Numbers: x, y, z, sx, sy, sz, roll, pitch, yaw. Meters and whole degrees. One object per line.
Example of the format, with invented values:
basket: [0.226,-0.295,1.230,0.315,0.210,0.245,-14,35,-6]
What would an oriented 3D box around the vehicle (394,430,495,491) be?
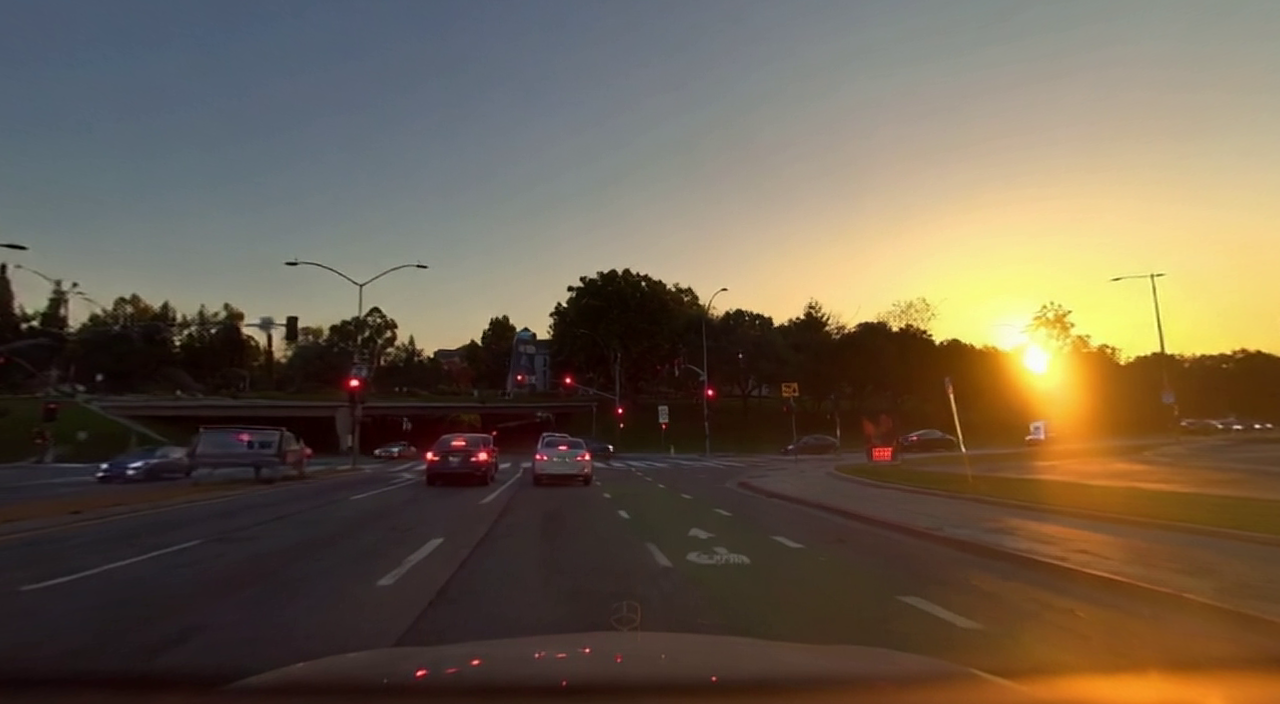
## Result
vehicle: [-5.782,3.262,19.340,2.057,1.610,4.891,1,-9,-7]

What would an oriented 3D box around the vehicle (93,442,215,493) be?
vehicle: [-18.835,4.441,24.743,1.985,1.537,4.013,-3,-6,-7]

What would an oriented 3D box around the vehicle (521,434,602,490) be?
vehicle: [-2.397,3.337,19.497,2.176,1.489,4.518,1,-9,-6]

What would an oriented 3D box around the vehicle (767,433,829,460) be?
vehicle: [10.172,6.059,40.495,4.166,1.622,1.908,8,-12,-44]

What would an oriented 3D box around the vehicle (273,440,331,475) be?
vehicle: [-21.224,6.686,39.810,1.863,1.722,4.328,-8,-10,-11]
